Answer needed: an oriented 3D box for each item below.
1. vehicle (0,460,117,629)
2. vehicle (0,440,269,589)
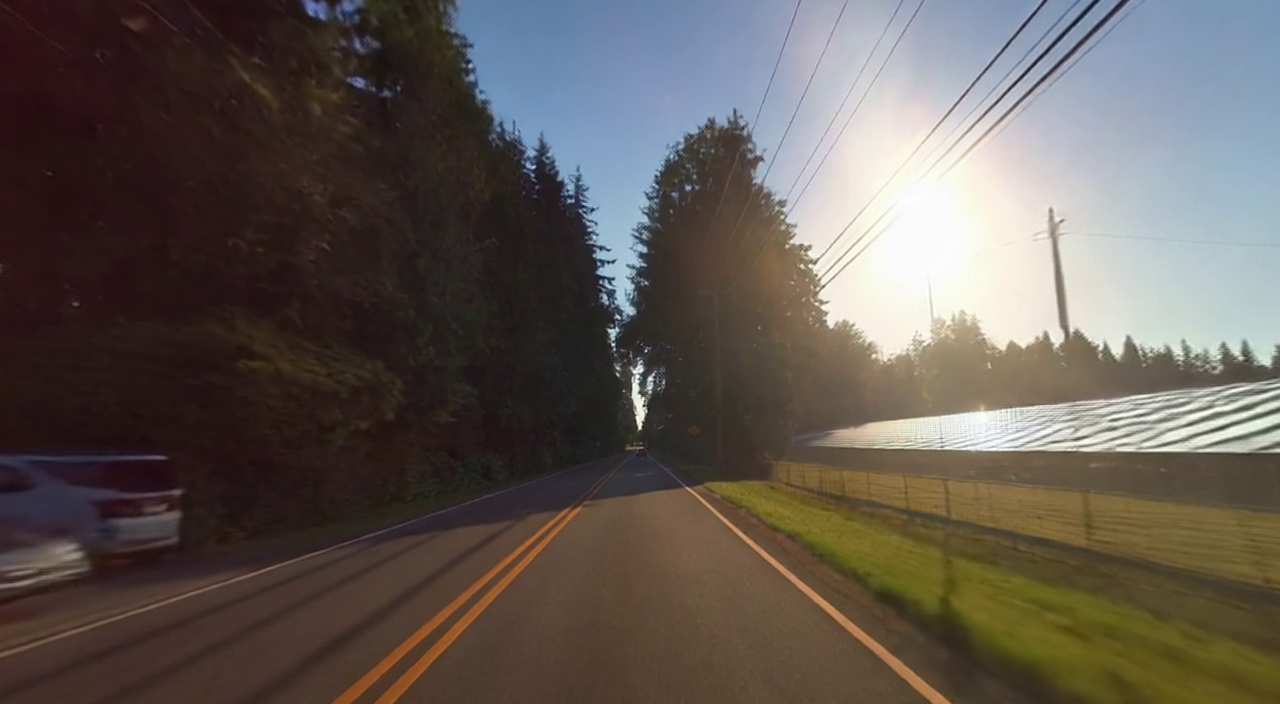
[{"bbox_3d":[-8.122,1.817,6.026,4.525,1.499,1.934,0,-9,1],"label":"vehicle"},{"bbox_3d":[-7.886,2.080,8.565,4.374,1.717,2.094,0,-9,2],"label":"vehicle"}]
